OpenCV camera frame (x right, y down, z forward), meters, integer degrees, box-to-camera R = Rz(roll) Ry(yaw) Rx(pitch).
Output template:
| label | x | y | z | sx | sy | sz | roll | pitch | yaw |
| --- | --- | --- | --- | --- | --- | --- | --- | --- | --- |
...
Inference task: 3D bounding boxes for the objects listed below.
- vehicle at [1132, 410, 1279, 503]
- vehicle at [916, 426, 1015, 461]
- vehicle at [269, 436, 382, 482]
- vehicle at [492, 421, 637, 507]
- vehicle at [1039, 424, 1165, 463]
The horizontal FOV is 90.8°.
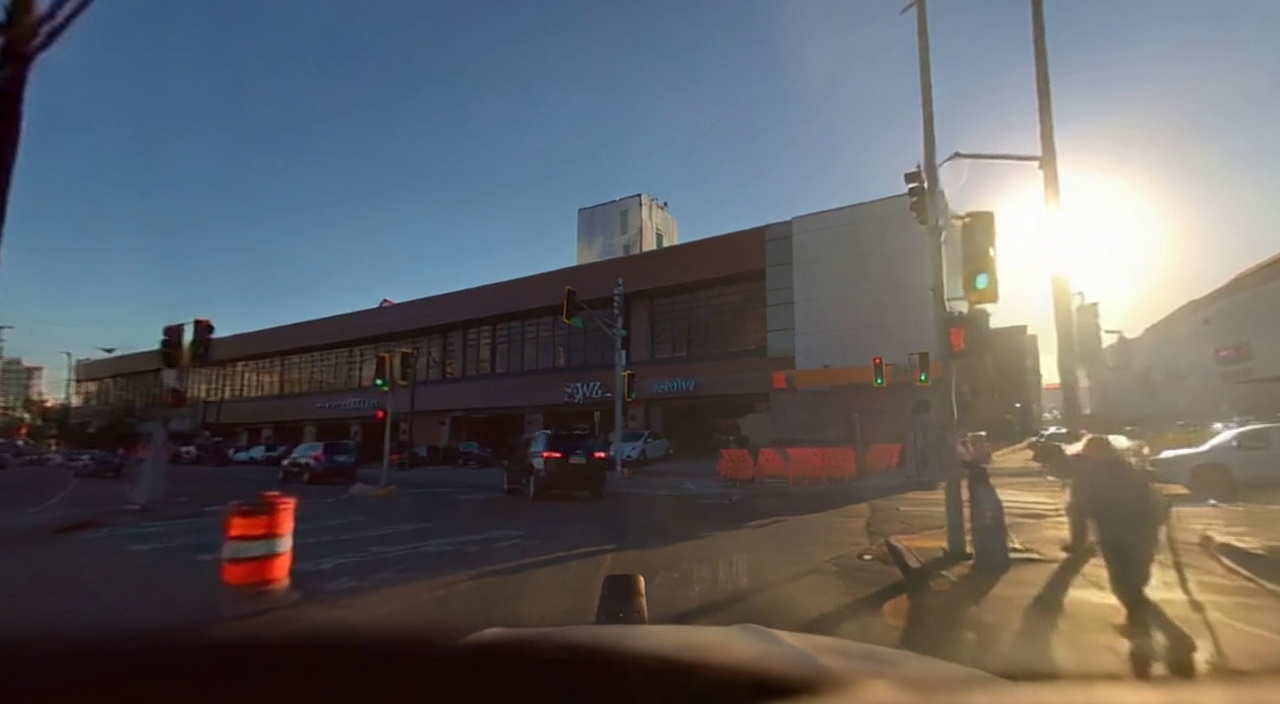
| label | x | y | z | sx | sy | sz | roll | pitch | yaw |
| --- | --- | --- | --- | --- | --- | --- | --- | --- | --- |
| vehicle | 13.773 | 2.181 | 13.308 | 4.740 | 1.802 | 2.249 | -3 | -9 | 17 |
| vehicle | 16.876 | 4.788 | 32.841 | 4.382 | 1.688 | 1.937 | -5 | -10 | 28 |
| vehicle | -14.484 | 4.888 | 28.994 | 5.548 | 1.911 | 2.206 | -6 | -11 | 36 |
| vehicle | -2.196 | 2.874 | 16.664 | 2.256 | 1.859 | 5.118 | 4 | -10 | -25 |
| vehicle | 21.719 | 4.346 | 29.984 | 4.550 | 1.704 | 1.922 | -5 | -10 | 31 |
